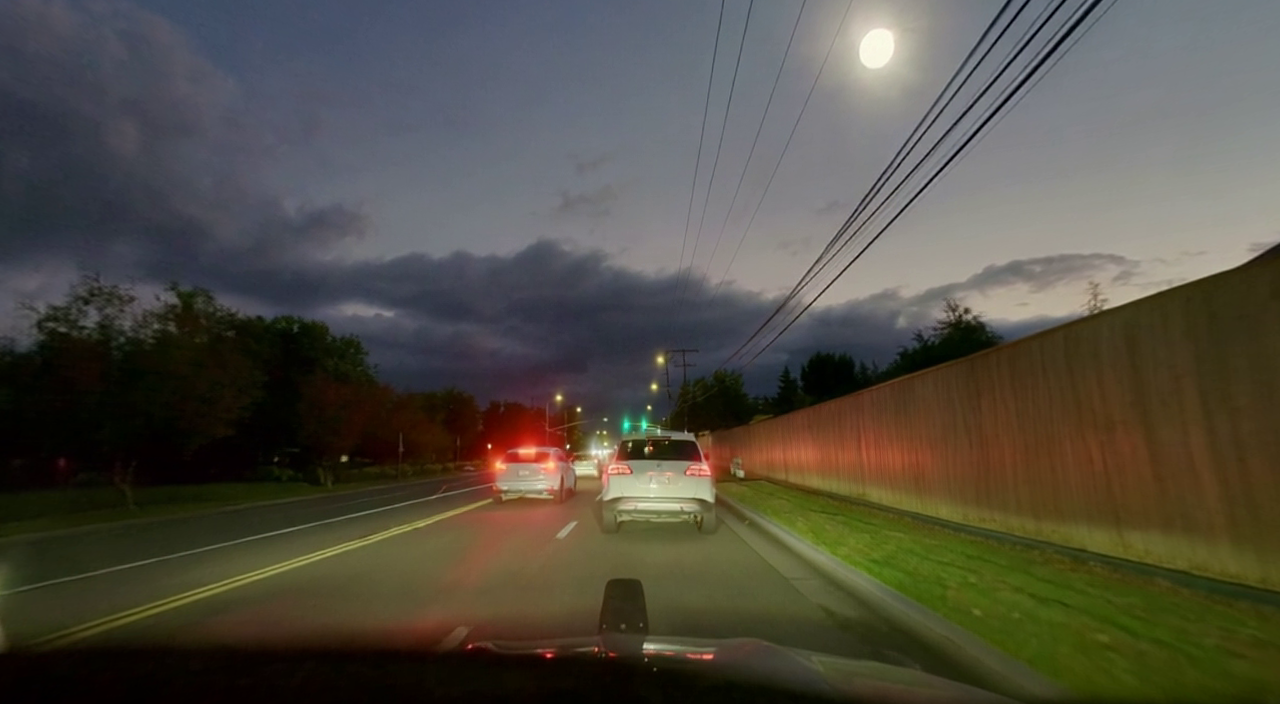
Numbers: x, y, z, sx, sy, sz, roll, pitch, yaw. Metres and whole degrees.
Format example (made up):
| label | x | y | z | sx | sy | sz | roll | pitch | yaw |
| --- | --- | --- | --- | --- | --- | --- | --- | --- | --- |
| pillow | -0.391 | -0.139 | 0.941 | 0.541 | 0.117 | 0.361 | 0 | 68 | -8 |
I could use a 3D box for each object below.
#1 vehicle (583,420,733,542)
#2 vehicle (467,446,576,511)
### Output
| label | x | y | z | sx | sy | sz | roll | pitch | yaw |
| --- | --- | --- | --- | --- | --- | --- | --- | --- | --- |
| vehicle | 0.290 | 2.180 | 11.274 | 2.174 | 1.749 | 4.113 | 0 | -9 | 1 |
| vehicle | -2.926 | 3.214 | 16.523 | 1.979 | 1.489 | 4.006 | 0 | -9 | 1 |
